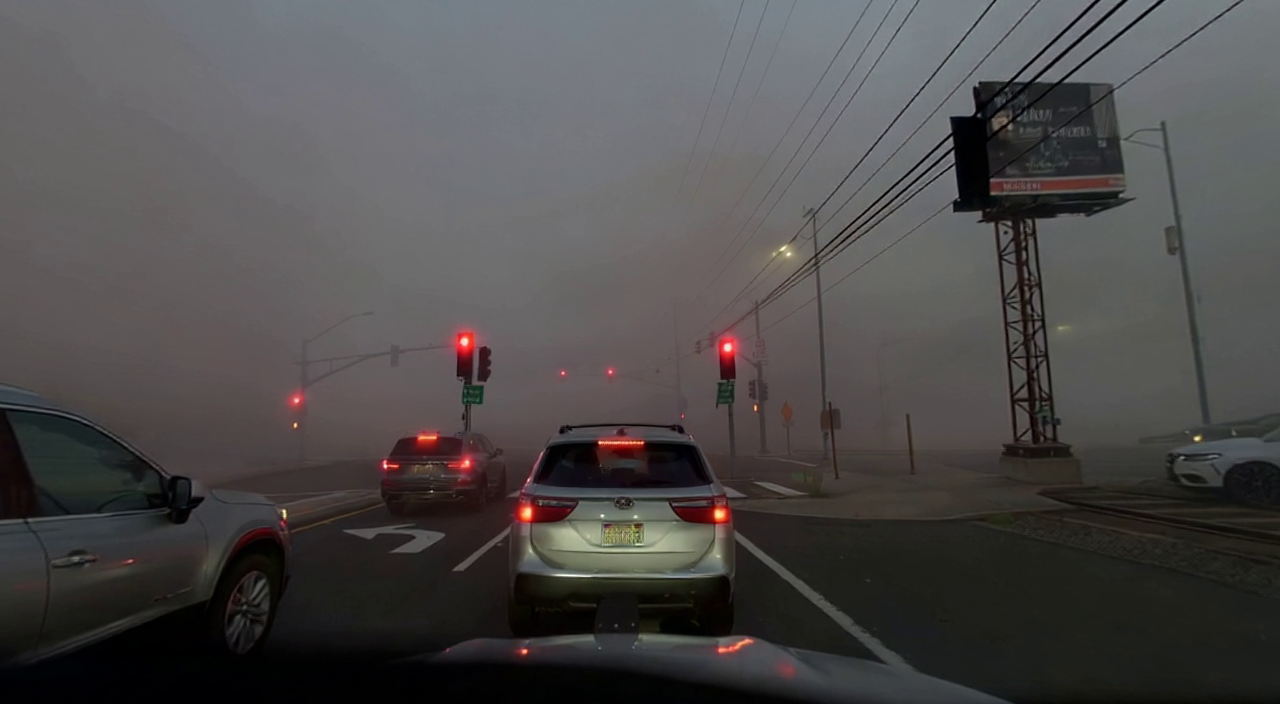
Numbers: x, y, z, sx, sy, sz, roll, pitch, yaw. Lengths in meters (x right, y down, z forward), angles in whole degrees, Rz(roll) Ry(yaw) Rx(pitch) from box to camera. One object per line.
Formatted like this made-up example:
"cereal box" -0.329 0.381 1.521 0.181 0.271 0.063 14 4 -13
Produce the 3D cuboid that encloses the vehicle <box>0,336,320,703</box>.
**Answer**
"vehicle" -3.926 0.877 3.056 2.052 1.814 5.184 0 -9 -1

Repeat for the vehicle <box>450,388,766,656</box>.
"vehicle" -0.203 1.375 5.985 2.025 1.723 3.644 0 -9 0

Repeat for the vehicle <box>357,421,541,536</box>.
"vehicle" -3.151 2.185 11.506 1.988 1.678 4.317 0 -9 0

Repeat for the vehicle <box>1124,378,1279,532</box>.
"vehicle" 9.610 1.317 8.194 5.060 1.702 2.033 1 -9 -4

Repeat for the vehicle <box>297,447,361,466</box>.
"vehicle" -24.186 8.093 49.076 4.357 1.444 1.842 -3 -9 19
